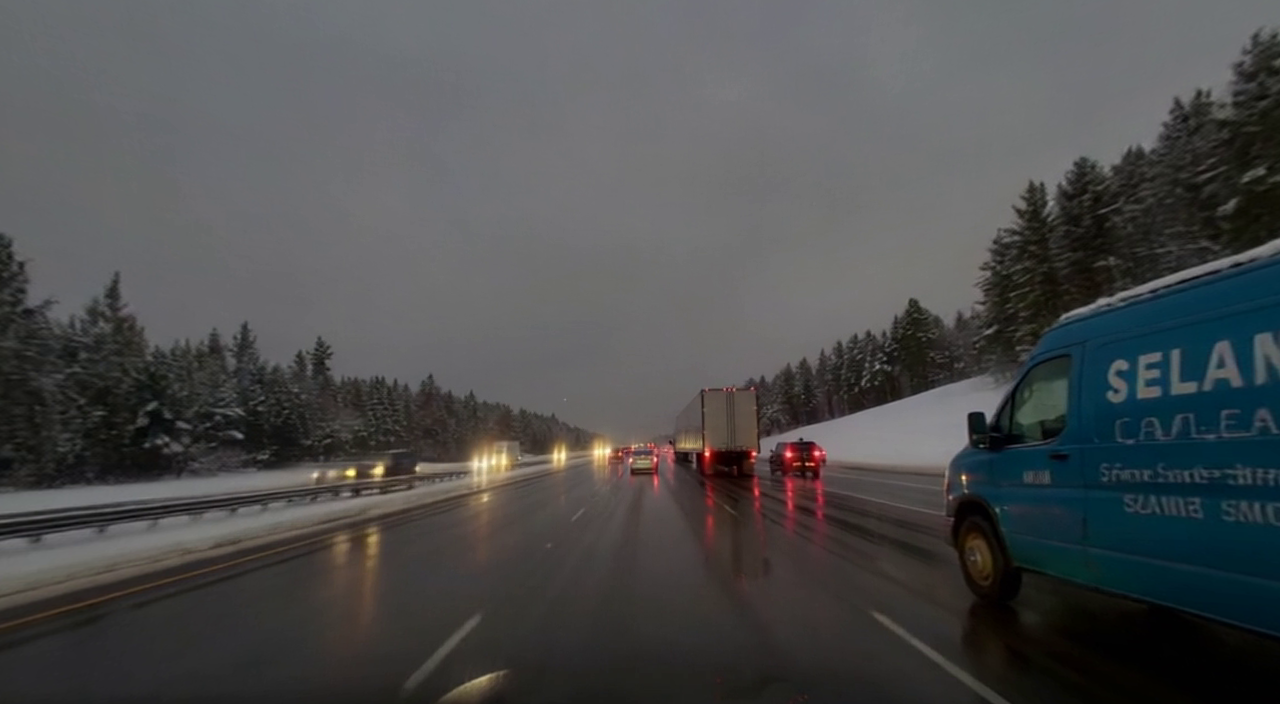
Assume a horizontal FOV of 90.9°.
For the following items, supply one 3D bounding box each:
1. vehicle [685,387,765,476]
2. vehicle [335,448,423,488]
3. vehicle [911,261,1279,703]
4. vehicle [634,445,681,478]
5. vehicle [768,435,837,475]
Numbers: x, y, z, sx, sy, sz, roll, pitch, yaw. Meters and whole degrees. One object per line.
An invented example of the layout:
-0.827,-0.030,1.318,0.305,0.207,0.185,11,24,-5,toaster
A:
4.347,4.612,35.424,2.821,4.077,12.562,0,-9,0,vehicle
-11.874,5.284,29.073,2.058,1.678,4.584,0,-9,1,vehicle
3.790,0.711,2.936,2.441,2.017,5.739,0,-9,0,vehicle
0.776,5.184,30.143,2.063,1.469,4.208,0,-9,-1,vehicle
7.839,5.030,30.941,2.144,1.769,4.540,0,-9,-1,vehicle
